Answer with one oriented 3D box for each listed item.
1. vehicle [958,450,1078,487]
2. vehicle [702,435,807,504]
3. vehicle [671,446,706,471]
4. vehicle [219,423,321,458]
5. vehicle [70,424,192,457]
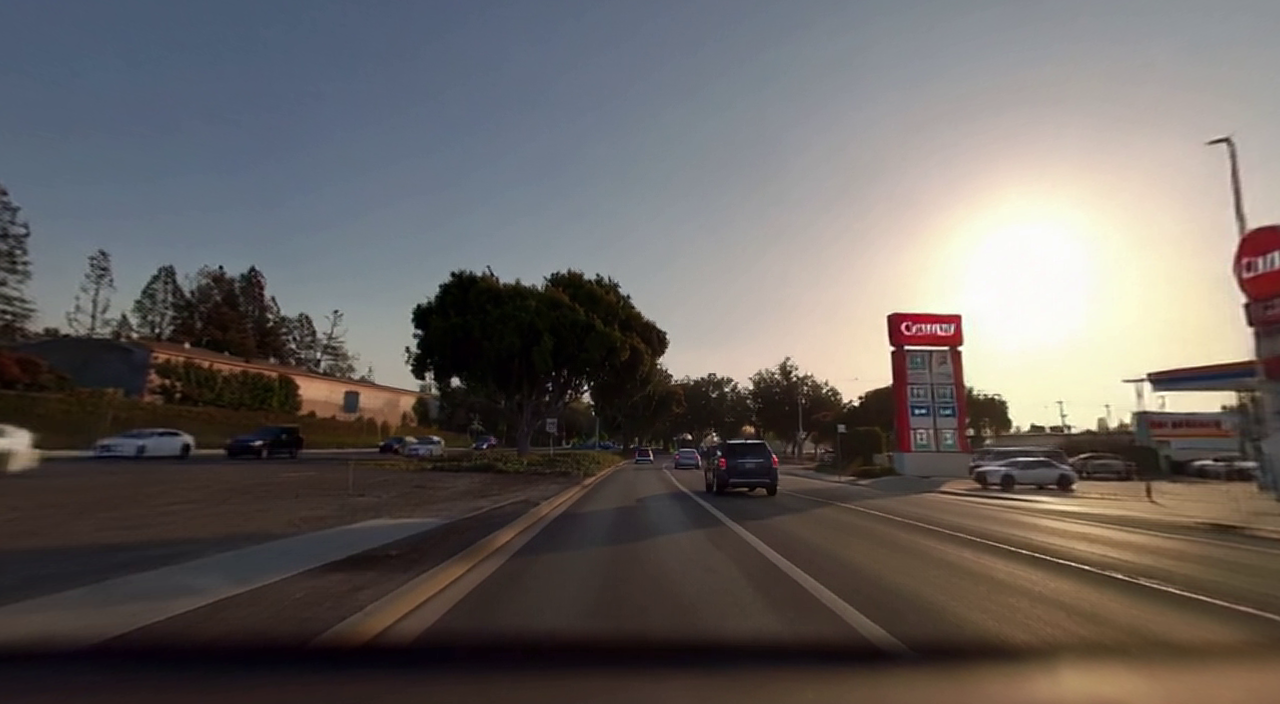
[{"bbox_3d":[18.252,5.610,30.557,4.587,1.710,1.969,1,-9,-6],"label":"vehicle"},{"bbox_3d":[3.252,3.442,18.991,2.184,1.777,4.712,0,-8,-1],"label":"vehicle"},{"bbox_3d":[3.203,7.166,42.586,2.012,1.612,4.114,0,-8,0],"label":"vehicle"},{"bbox_3d":[-19.858,4.823,34.177,2.037,1.761,5.401,-1,-8,3],"label":"vehicle"},{"bbox_3d":[-23.806,4.194,29.732,1.848,1.450,4.502,0,-8,3],"label":"vehicle"}]
